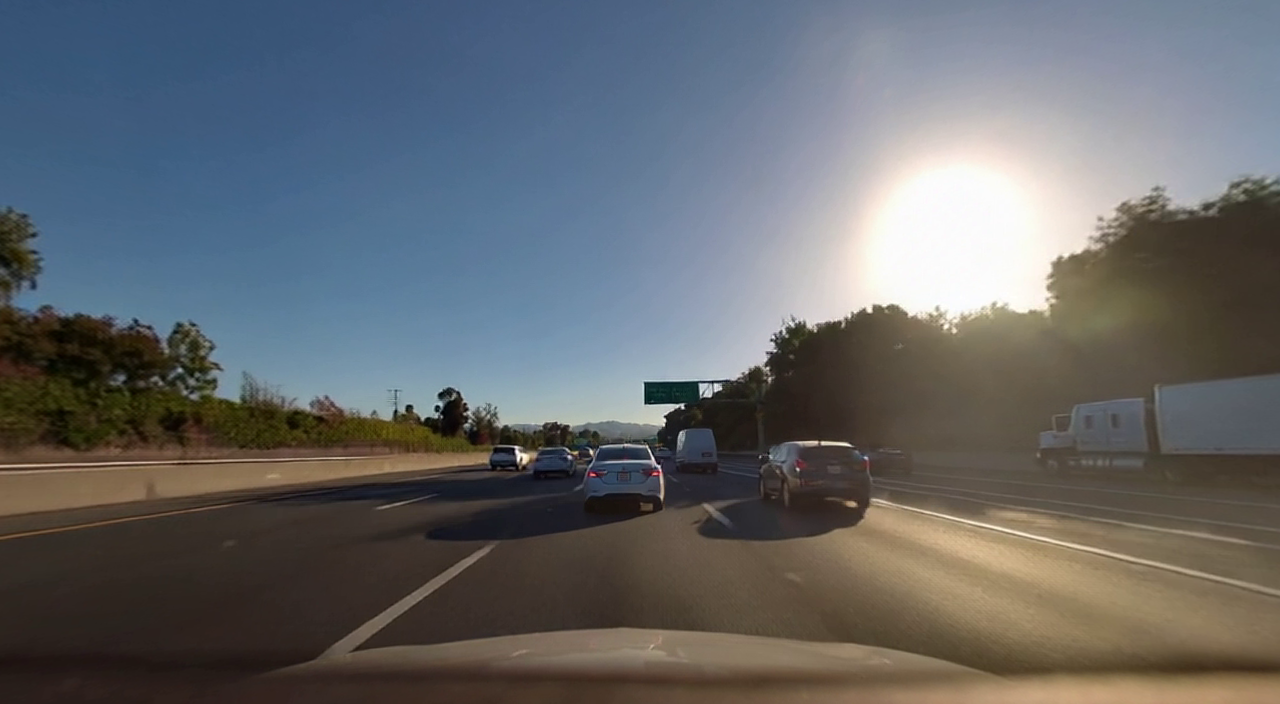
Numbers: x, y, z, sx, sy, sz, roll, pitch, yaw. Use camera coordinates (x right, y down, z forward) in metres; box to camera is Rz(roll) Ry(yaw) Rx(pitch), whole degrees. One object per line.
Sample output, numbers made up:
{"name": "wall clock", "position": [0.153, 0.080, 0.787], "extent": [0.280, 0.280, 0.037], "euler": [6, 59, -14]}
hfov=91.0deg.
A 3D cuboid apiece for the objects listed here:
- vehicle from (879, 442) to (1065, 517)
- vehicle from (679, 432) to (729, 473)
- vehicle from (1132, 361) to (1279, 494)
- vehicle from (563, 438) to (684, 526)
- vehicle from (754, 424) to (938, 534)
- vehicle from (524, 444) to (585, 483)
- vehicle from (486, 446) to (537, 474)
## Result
{"name": "vehicle", "position": [7.618, 2.937, 15.084], "extent": [2.021, 1.505, 4.480], "euler": [0, -9, 0]}
{"name": "vehicle", "position": [3.809, 6.158, 38.576], "extent": [2.440, 2.313, 5.266], "euler": [0, -9, 0]}
{"name": "vehicle", "position": [21.374, 2.285, 19.138], "extent": [2.970, 4.079, 10.086], "euler": [3, -9, -14]}
{"name": "vehicle", "position": [-0.260, 2.598, 13.122], "extent": [2.132, 1.499, 4.038], "euler": [0, -9, 1]}
{"name": "vehicle", "position": [3.543, 2.267, 11.804], "extent": [2.053, 1.666, 4.106], "euler": [0, -9, 0]}
{"name": "vehicle", "position": [-3.630, 4.836, 27.510], "extent": [1.926, 1.542, 4.329], "euler": [0, -9, 1]}
{"name": "vehicle", "position": [-7.786, 6.606, 38.740], "extent": [2.032, 1.549, 4.850], "euler": [0, -9, 1]}
